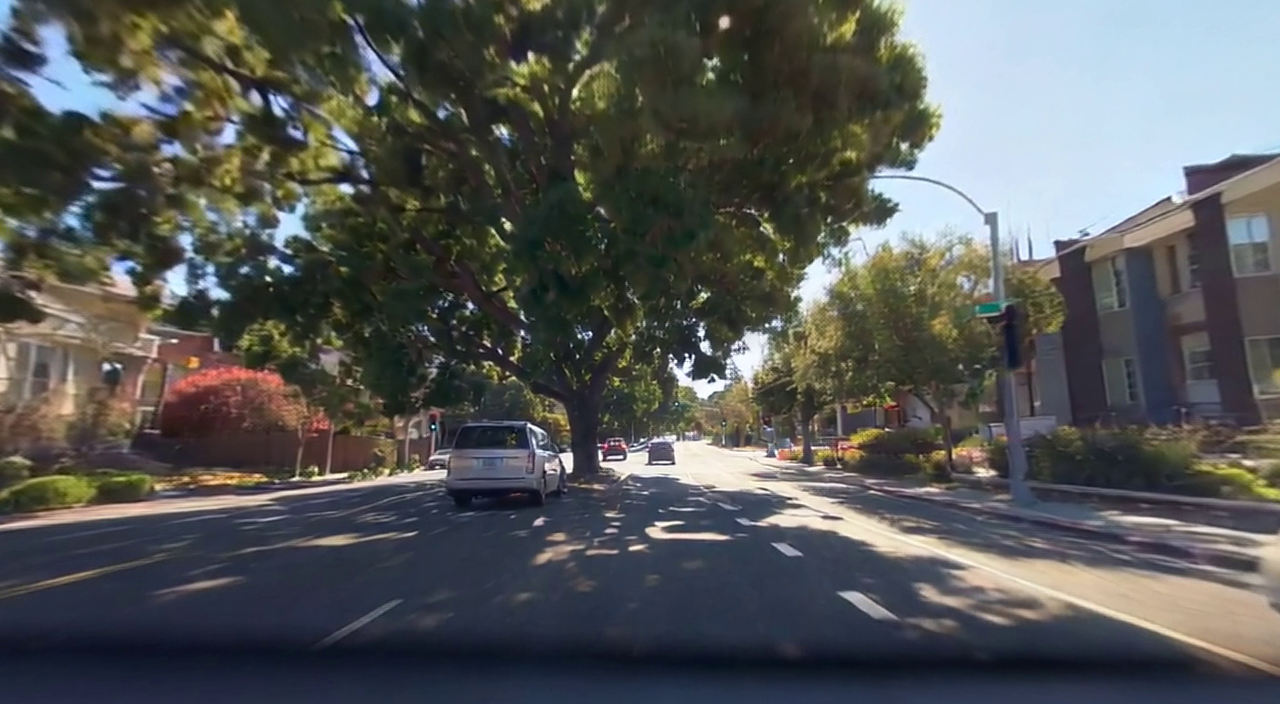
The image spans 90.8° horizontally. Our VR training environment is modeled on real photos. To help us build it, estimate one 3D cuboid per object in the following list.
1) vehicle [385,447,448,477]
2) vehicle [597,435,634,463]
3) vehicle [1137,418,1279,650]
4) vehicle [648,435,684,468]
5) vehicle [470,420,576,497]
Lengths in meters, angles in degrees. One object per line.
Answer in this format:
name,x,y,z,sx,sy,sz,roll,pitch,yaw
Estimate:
vehicle,-11.697,5.759,33.341,1.876,1.492,3.790,-1,-9,1
vehicle,-1.573,6.486,42.255,2.018,1.746,4.560,-1,-8,3
vehicle,5.218,0.976,2.711,2.104,1.489,4.962,0,-8,0
vehicle,1.400,5.486,34.971,1.852,1.680,4.488,0,-8,2
vehicle,-3.048,2.889,17.468,1.877,1.827,4.298,-1,-8,3
